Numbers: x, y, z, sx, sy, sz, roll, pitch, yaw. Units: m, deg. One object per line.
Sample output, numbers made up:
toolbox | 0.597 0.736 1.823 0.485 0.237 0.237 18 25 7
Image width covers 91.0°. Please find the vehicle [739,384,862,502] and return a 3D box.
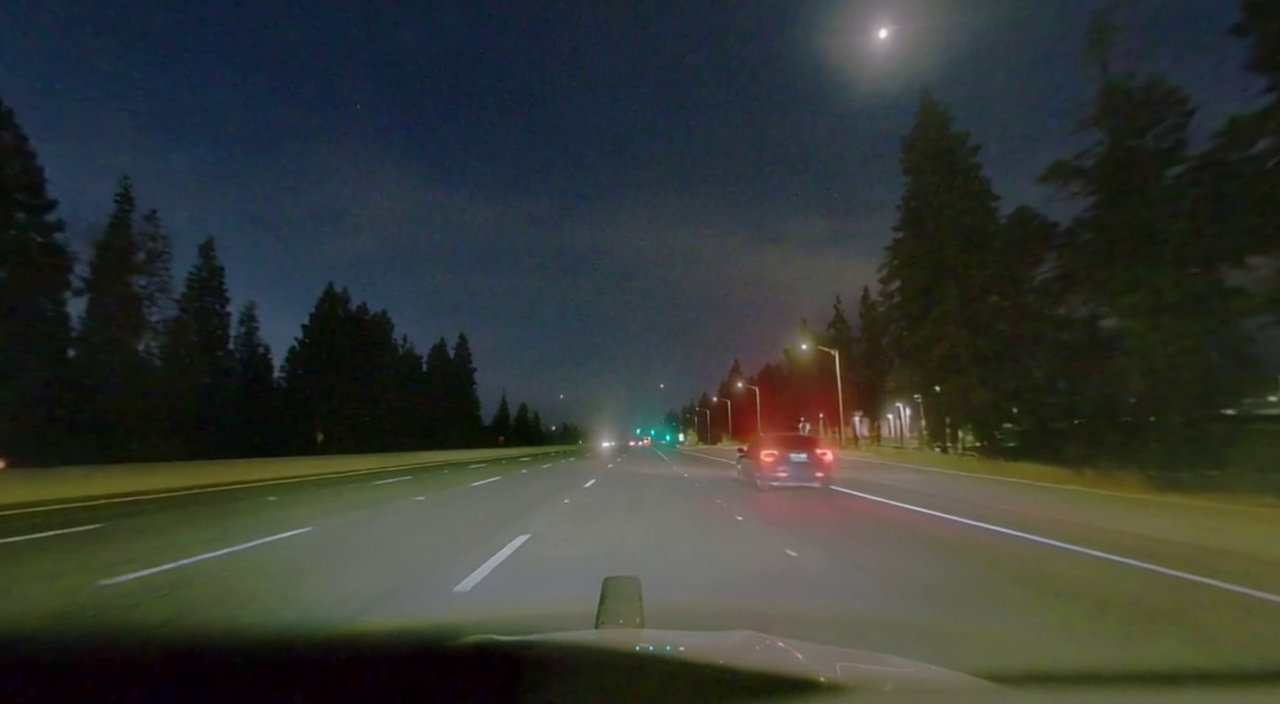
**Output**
vehicle | 3.748 2.177 15.340 1.928 2.466 2.982 -3 -8 -3
